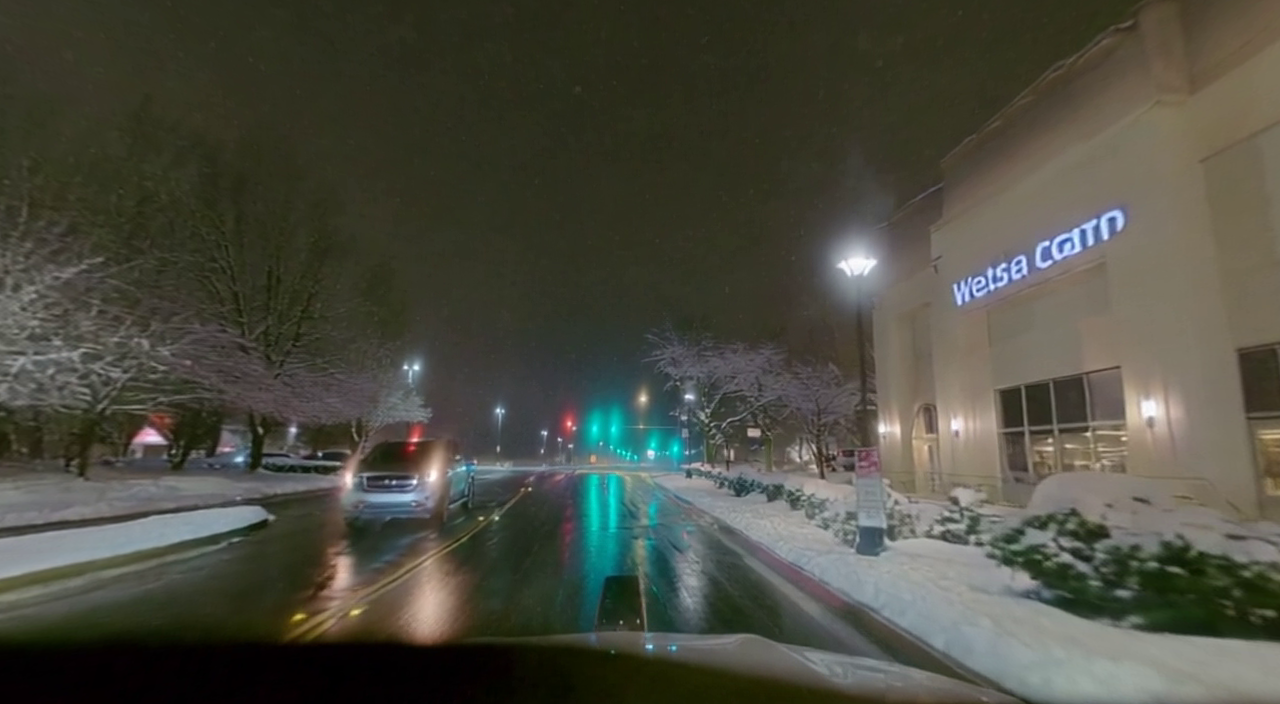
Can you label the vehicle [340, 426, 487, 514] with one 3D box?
[{"bbox_3d":[-5.251,2.819,15.440,2.180,1.806,4.541,1,-9,-4],"label":"vehicle"}]
